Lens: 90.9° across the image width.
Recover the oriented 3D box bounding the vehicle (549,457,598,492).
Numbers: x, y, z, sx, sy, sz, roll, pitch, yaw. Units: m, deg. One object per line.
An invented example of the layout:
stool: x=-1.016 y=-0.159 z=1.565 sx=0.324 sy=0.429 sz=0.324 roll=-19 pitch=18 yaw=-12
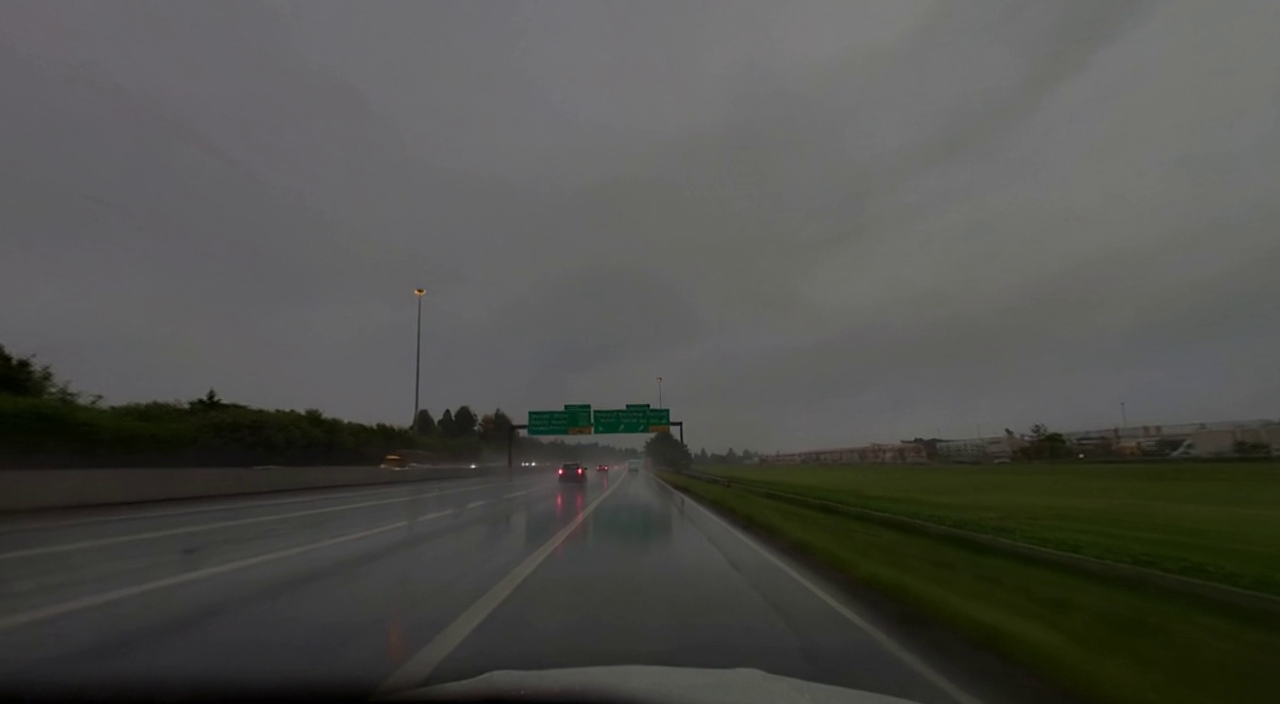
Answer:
vehicle: x=-3.351 y=6.343 z=32.606 sx=2.092 sy=1.642 sz=3.895 roll=1 pitch=-11 yaw=0
